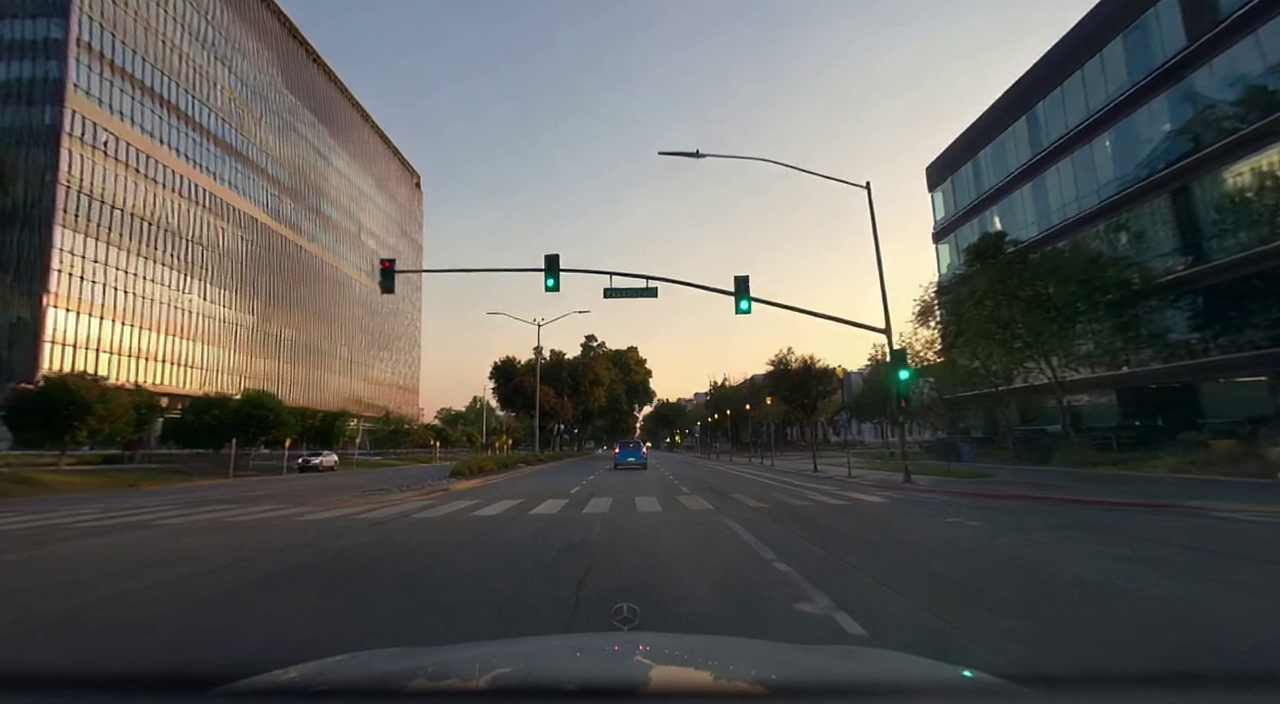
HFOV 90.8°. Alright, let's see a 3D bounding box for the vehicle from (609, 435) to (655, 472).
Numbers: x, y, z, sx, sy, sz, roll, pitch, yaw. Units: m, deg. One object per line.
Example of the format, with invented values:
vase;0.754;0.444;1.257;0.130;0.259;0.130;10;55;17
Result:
vehicle;-0.431;5.468;34.164;2.313;1.860;4.319;0;-9;-1
